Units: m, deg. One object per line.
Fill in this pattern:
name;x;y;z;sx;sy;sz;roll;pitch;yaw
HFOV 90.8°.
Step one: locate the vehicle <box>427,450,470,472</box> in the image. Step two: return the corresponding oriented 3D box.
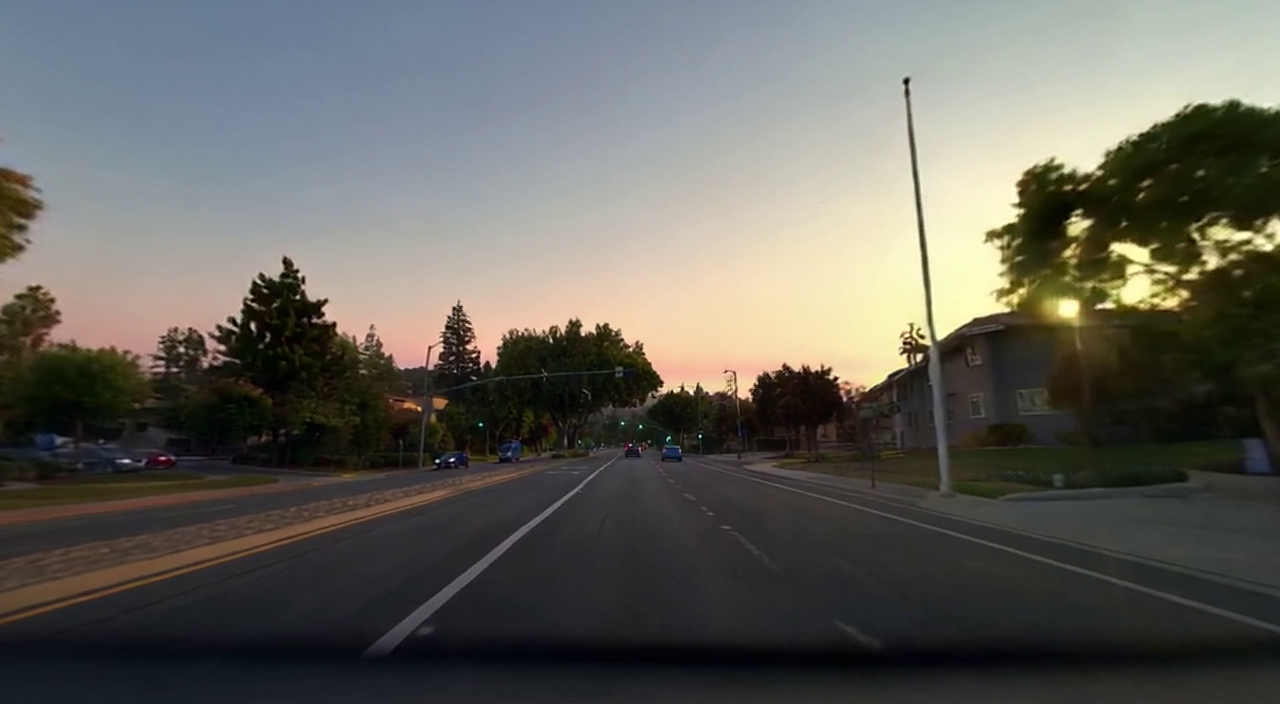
vehicle;-14.024;7.969;46.483;1.888;1.470;4.282;0;-8;0
